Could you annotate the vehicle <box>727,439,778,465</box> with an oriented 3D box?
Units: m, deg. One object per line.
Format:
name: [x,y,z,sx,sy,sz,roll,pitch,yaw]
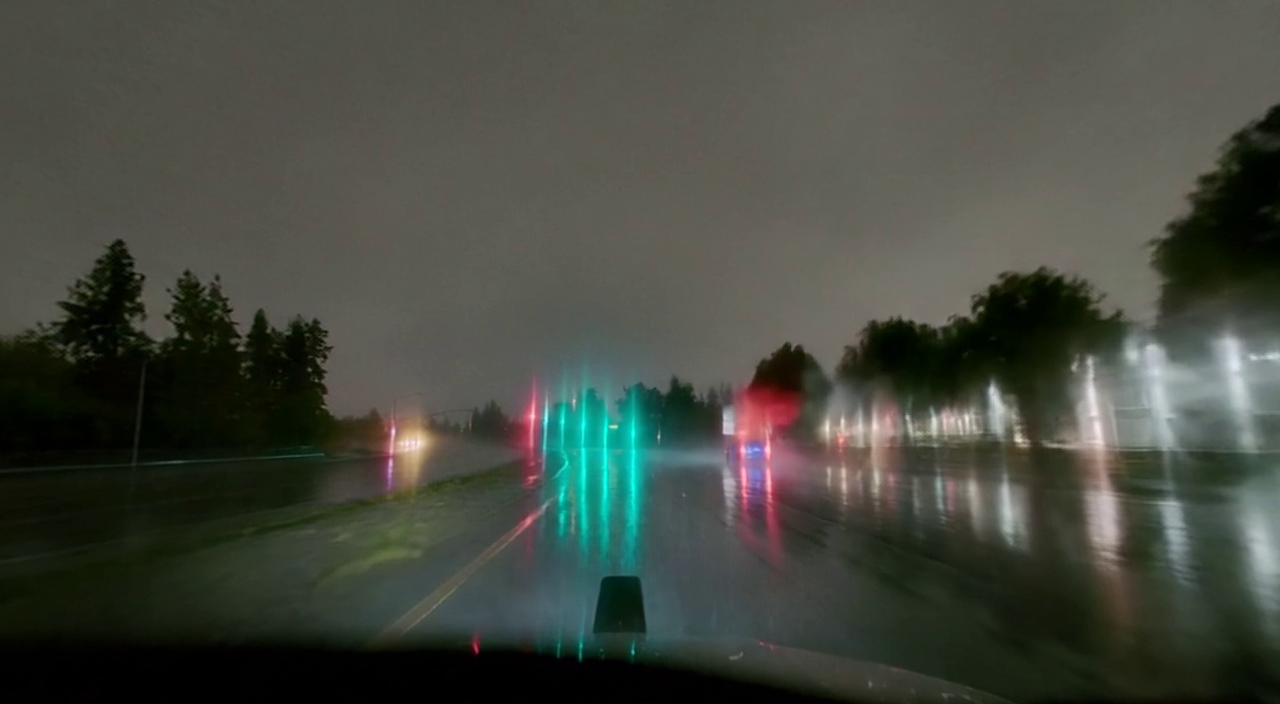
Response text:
vehicle: [7.066,6.318,39.896,1.908,1.483,4.474,1,-9,-7]
